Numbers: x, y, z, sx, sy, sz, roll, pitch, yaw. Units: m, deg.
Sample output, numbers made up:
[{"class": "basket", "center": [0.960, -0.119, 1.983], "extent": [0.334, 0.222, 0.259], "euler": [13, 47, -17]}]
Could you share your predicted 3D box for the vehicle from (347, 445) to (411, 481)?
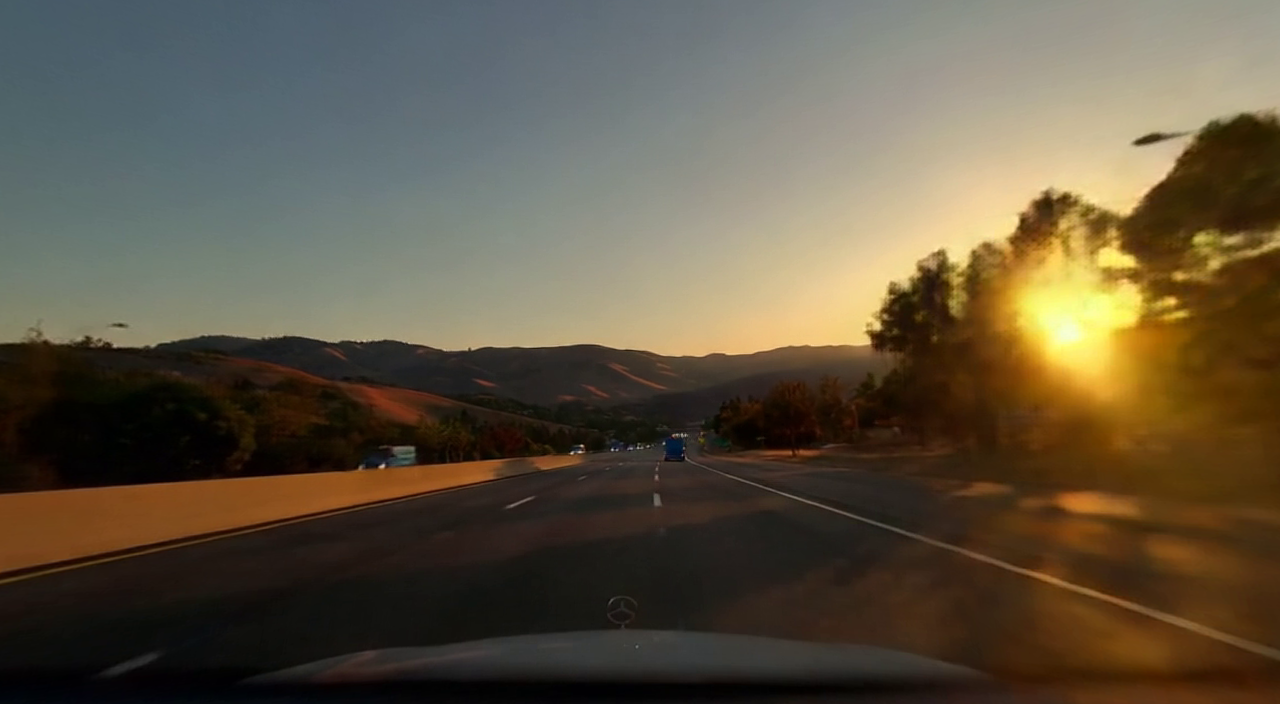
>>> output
[{"class": "vehicle", "center": [-20.329, 8.657, 49.400], "extent": [2.287, 2.643, 5.970], "euler": [-1, -9, 1]}]
